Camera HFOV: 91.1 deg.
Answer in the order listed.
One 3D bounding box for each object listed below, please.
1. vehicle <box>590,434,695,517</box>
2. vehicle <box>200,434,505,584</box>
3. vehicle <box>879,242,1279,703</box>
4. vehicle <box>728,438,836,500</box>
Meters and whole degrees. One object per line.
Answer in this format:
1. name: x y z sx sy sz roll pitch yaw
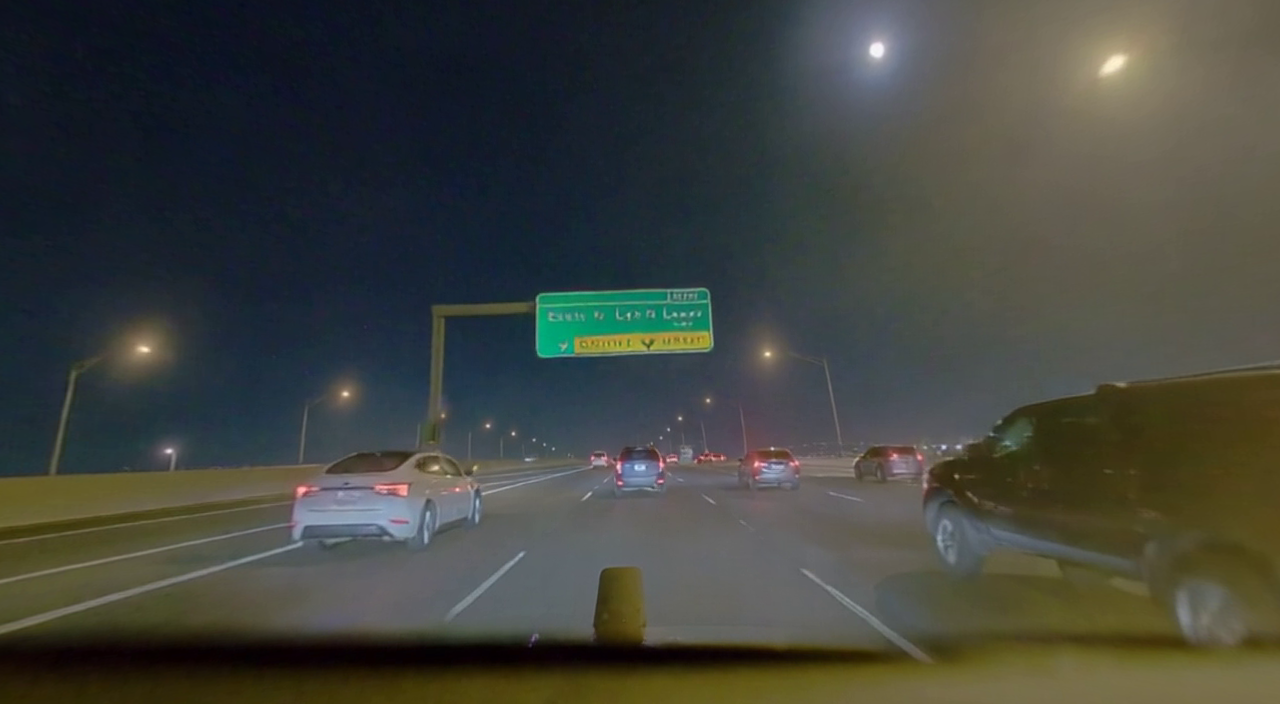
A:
1. vehicle: 0.050 2.796 14.670 2.099 1.640 4.134 0 -9 0
2. vehicle: -3.471 1.984 8.855 2.011 1.510 4.698 -1 -9 1
3. vehicle: 3.882 0.771 3.539 2.732 2.065 5.826 0 -9 0
4. vehicle: 4.136 3.483 19.078 2.210 1.625 4.249 0 -9 -1
